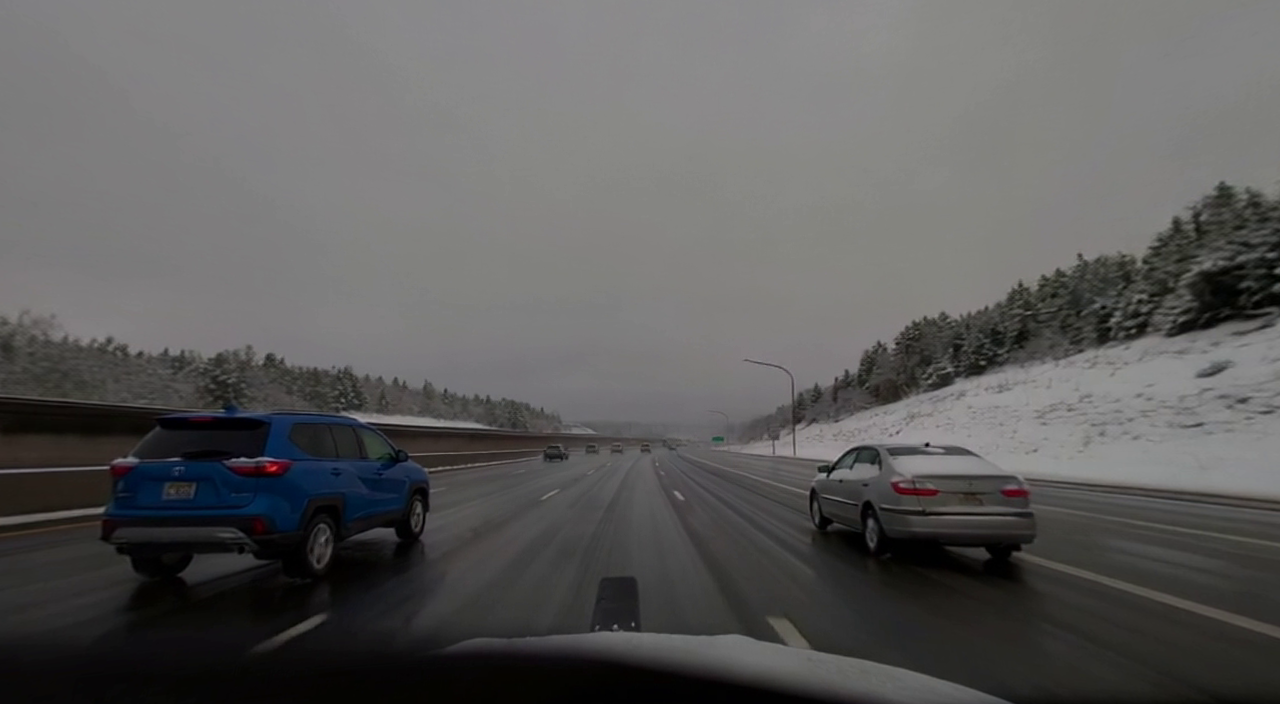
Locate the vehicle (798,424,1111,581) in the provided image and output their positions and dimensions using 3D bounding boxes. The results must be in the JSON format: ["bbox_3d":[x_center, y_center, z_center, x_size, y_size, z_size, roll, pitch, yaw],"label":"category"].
[{"bbox_3d":[3.576,1.776,8.288,1.847,1.493,4.303,0,-9,-1],"label":"vehicle"}]

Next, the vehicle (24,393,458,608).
[{"bbox_3d":[-3.903,1.548,7.505,2.047,1.715,4.689,0,-9,0],"label":"vehicle"}]
